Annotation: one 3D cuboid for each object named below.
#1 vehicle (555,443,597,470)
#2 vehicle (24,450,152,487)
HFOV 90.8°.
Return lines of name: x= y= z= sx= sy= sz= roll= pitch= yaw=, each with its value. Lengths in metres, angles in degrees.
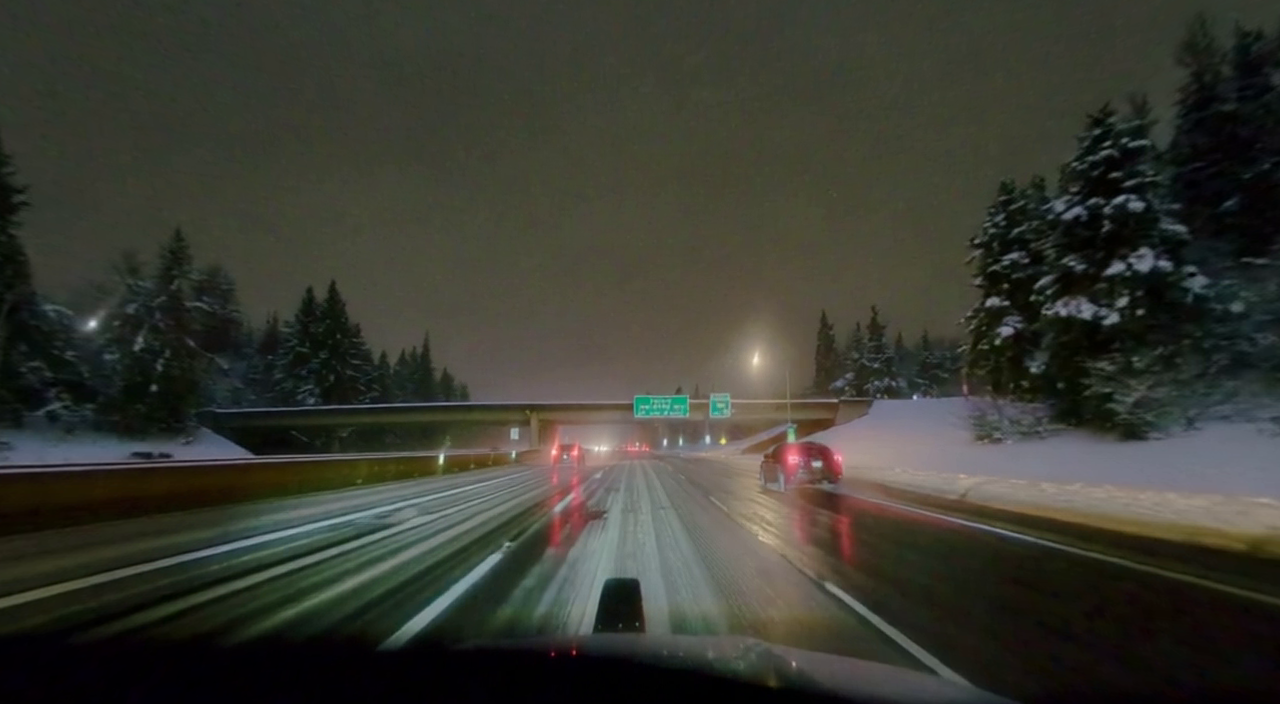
vehicle: x=-3.846 y=6.402 z=38.847 sx=2.091 sy=1.544 sz=4.409 roll=0 pitch=-8 yaw=1
vehicle: x=-24.800 y=5.230 z=28.647 sx=1.790 sy=1.470 sz=4.430 roll=0 pitch=-8 yaw=0
